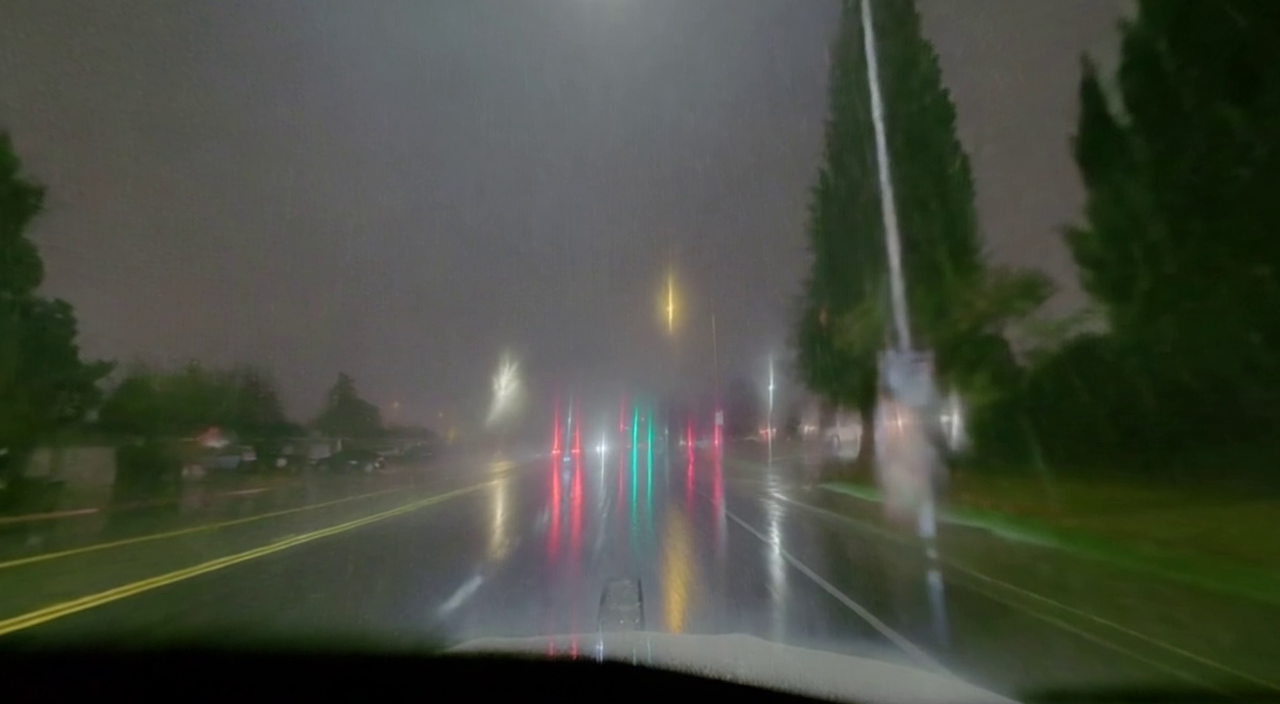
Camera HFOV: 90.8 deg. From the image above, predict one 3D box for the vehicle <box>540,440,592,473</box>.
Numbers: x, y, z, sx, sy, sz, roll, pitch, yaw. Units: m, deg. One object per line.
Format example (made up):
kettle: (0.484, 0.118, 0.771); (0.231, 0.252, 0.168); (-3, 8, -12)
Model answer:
vehicle: (-3.488, 5.027, 30.573); (2.030, 1.467, 4.251); (0, -8, -1)

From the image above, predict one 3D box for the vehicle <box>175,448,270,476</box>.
vehicle: (-27.923, 7.385, 42.376); (4.945, 1.781, 2.046); (-1, -8, 2)

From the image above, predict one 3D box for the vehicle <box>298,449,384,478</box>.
vehicle: (-19.901, 7.416, 42.176); (4.802, 1.511, 1.866); (-3, -7, -5)
